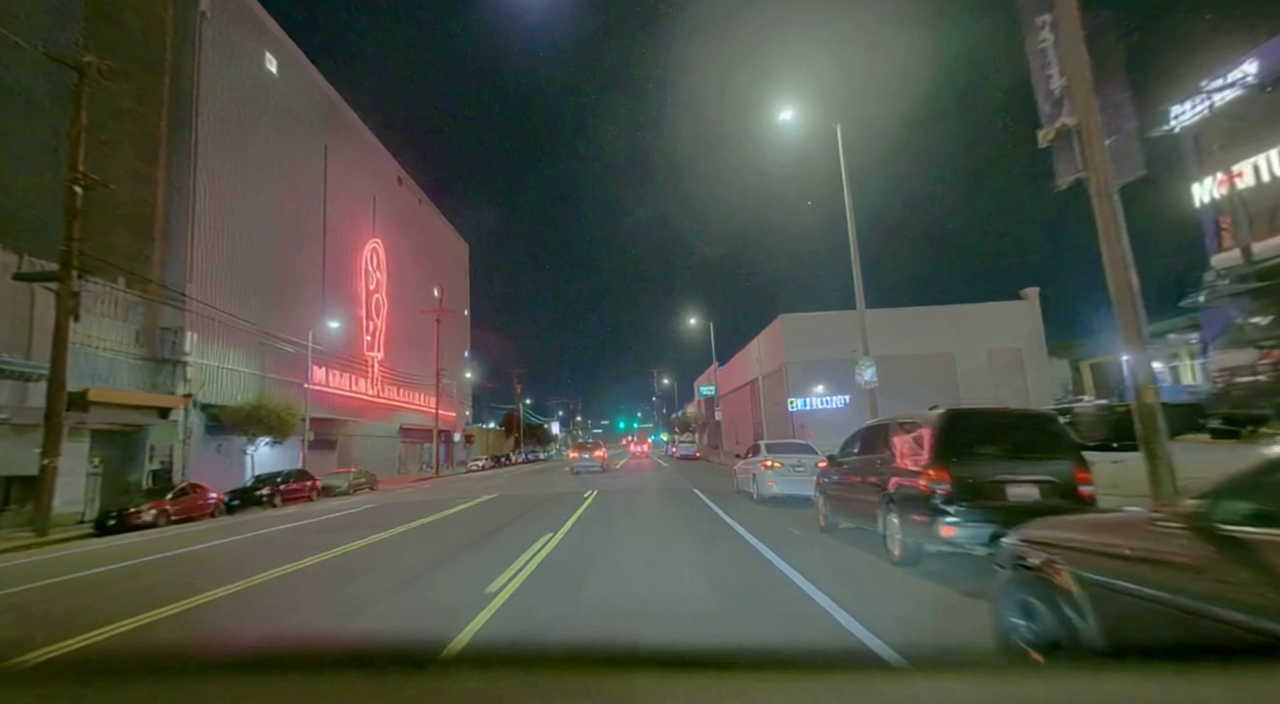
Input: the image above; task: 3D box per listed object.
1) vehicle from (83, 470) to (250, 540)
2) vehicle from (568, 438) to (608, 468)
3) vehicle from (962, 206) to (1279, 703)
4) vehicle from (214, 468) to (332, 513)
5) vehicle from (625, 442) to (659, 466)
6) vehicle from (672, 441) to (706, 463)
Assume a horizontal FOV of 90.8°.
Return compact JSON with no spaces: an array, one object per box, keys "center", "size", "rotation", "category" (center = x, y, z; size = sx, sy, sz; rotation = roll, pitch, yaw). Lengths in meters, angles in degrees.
[{"center":[-15.553,4.987,21.187],"size":[1.957,1.534,5.028],"rotation":[-5,-7,-3],"category":"vehicle"},{"center":[-3.420,6.779,42.537],"size":[2.348,1.831,4.737],"rotation":[0,-8,-1],"category":"vehicle"},{"center":[3.445,0.336,1.076],"size":[2.620,1.939,5.968],"rotation":[0,-8,0],"category":"vehicle"},{"center":[-15.856,5.974,27.712],"size":[2.081,1.549,5.190],"rotation":[0,-8,0],"category":"vehicle"},{"center":[0.058,6.598,41.018],"size":[2.099,1.470,4.270],"rotation":[0,-8,-1],"category":"vehicle"},{"center":[3.548,7.337,46.549],"size":[2.042,1.487,5.033],"rotation":[0,-8,-1],"category":"vehicle"}]
